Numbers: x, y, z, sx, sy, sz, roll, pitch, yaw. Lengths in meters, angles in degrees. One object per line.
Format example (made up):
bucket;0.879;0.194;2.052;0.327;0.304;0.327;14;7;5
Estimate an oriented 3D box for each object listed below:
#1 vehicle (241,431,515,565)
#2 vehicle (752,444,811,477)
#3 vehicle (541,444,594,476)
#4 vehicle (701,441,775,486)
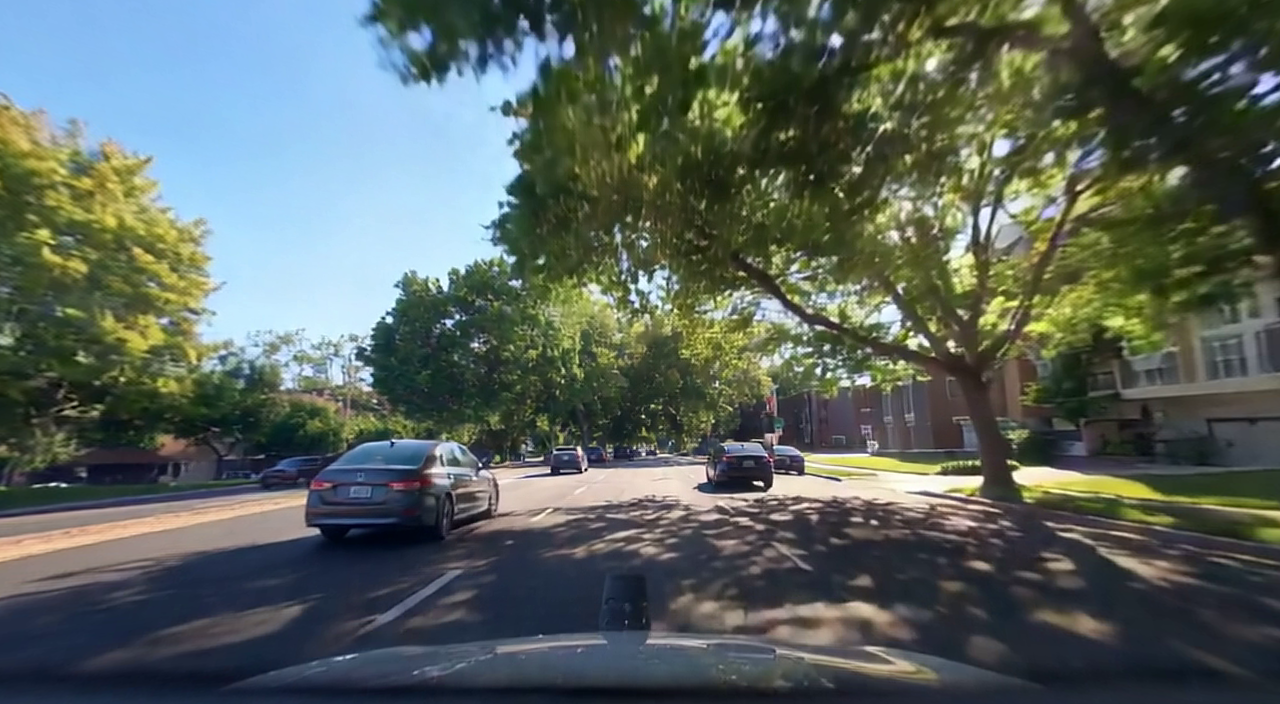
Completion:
vehicle;-3.376;1.972;9.299;2.053;1.480;4.381;0;-9;2
vehicle;6.745;5.214;30.484;1.912;1.433;4.265;0;-9;0
vehicle;-3.536;5.367;31.612;1.988;1.497;4.404;0;-9;2
vehicle;3.505;4.103;23.496;2.010;1.486;4.498;0;-9;0
